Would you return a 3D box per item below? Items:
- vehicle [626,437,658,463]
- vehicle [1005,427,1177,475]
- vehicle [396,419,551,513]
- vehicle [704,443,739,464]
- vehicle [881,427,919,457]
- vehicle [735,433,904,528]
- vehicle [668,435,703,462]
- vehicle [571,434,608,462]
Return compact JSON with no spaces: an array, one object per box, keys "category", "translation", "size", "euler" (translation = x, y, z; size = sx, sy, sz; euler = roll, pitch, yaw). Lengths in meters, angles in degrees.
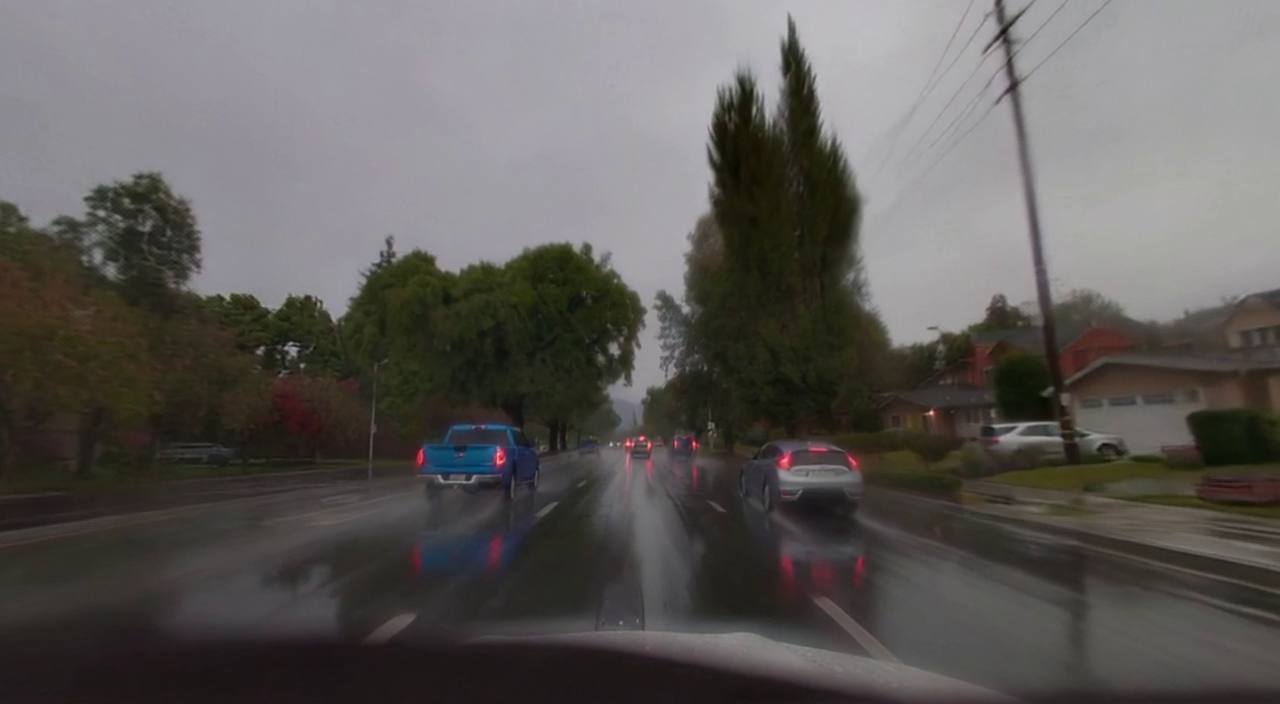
[{"category":"vehicle","translation":[0.105,6.401,41.357],"size":[1.997,1.636,3.760],"euler":[0,-8,-1]},{"category":"vehicle","translation":[14.797,3.266,20.916],"size":[4.267,1.480,1.817],"euler":[0,-8,1]},{"category":"vehicle","translation":[-3.486,2.514,14.513],"size":[2.111,1.745,5.274],"euler":[0,-8,0]},{"category":"vehicle","translation":[6.200,7.755,48.456],"size":[1.988,1.455,4.547],"euler":[1,-8,-2]},{"category":"vehicle","translation":[15.460,5.374,37.685],"size":[1.899,1.690,4.275],"euler":[-3,-9,20]},{"category":"vehicle","translation":[3.125,2.308,12.002],"size":[1.884,1.463,4.195],"euler":[1,-8,-1]},{"category":"vehicle","translation":[3.246,7.044,46.286],"size":[2.099,1.845,4.363],"euler":[1,-8,-2]},{"category":"vehicle","translation":[-3.486,6.728,44.324],"size":[2.218,1.829,4.492],"euler":[0,-8,0]}]
